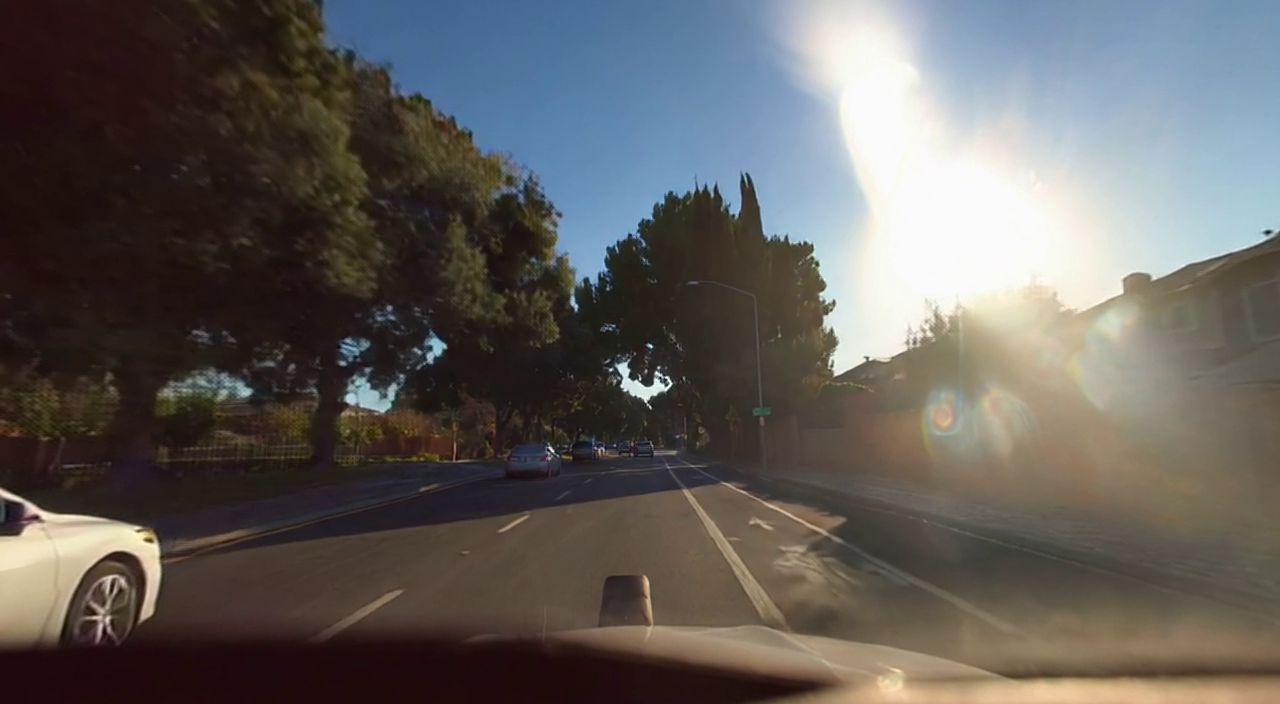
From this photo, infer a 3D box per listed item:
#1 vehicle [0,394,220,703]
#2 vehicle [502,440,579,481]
[{"bbox_3d":[-3.957,0.813,1.713,2.190,1.545,4.943,0,-8,0],"label":"vehicle"},{"bbox_3d":[-3.798,4.233,25.038,2.188,1.473,4.651,0,-8,2],"label":"vehicle"}]
